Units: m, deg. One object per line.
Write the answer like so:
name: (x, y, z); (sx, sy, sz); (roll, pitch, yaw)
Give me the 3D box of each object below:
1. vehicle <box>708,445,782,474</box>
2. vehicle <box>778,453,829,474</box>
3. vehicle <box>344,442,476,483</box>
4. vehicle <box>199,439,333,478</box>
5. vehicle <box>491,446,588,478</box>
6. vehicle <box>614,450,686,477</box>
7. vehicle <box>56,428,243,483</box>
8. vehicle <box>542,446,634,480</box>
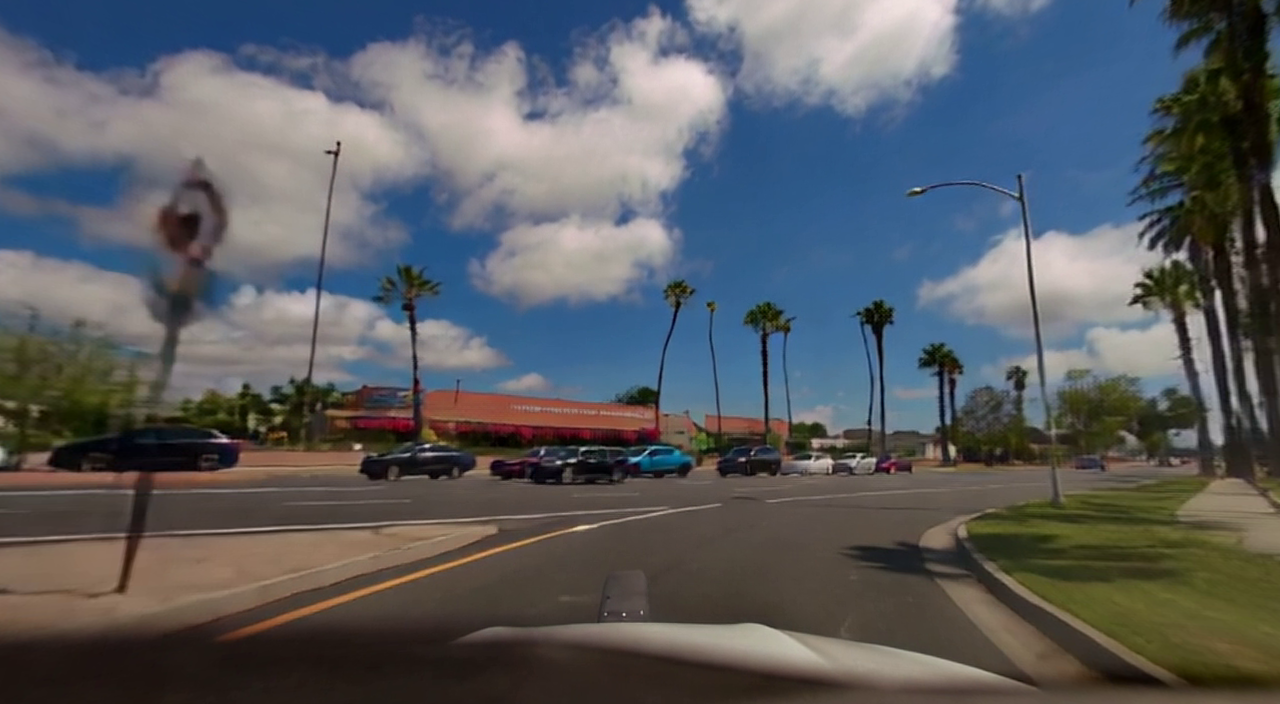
vehicle: (7.611, 7.744, 45.102); (5.617, 1.904, 2.184); (9, -15, -43)
vehicle: (13.010, 8.795, 49.733); (4.306, 1.535, 1.813); (9, -12, -43)
vehicle: (-10.010, 4.832, 27.635); (5.112, 1.593, 1.865); (8, -13, -43)
vehicle: (-19.576, 5.596, 33.085); (5.616, 1.839, 2.071); (9, -13, -44)
vehicle: (-5.158, 5.725, 32.694); (4.774, 1.493, 1.854); (10, -12, -44)
vehicle: (0.627, 6.776, 38.281); (4.291, 1.474, 1.857); (8, -15, -44)
vehicle: (-16.575, 3.488, 21.408); (4.713, 1.664, 1.909); (7, -13, -44)
vehicle: (-2.527, 5.467, 31.149); (4.356, 1.543, 1.844); (9, -13, -44)
